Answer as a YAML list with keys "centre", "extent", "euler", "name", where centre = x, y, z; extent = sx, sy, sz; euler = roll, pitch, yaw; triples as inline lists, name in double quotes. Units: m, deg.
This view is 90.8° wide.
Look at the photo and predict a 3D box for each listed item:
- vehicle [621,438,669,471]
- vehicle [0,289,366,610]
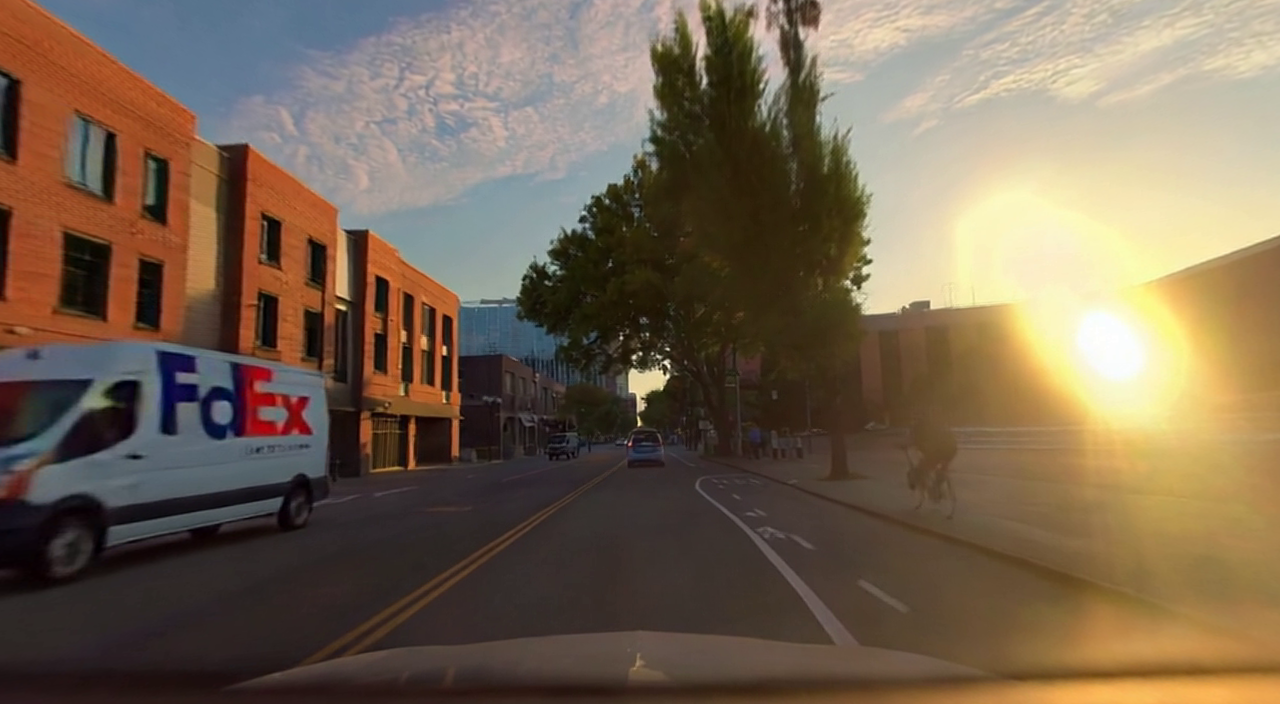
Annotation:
- centre: [0.330, 5.332, 33.108]
  extent: [2.356, 1.572, 4.810]
  euler: [0, -8, 2]
  name: "vehicle"
- centre: [-7.256, 1.375, 9.649]
  extent: [2.754, 3.065, 7.103]
  euler: [0, -8, 1]
  name: "vehicle"
